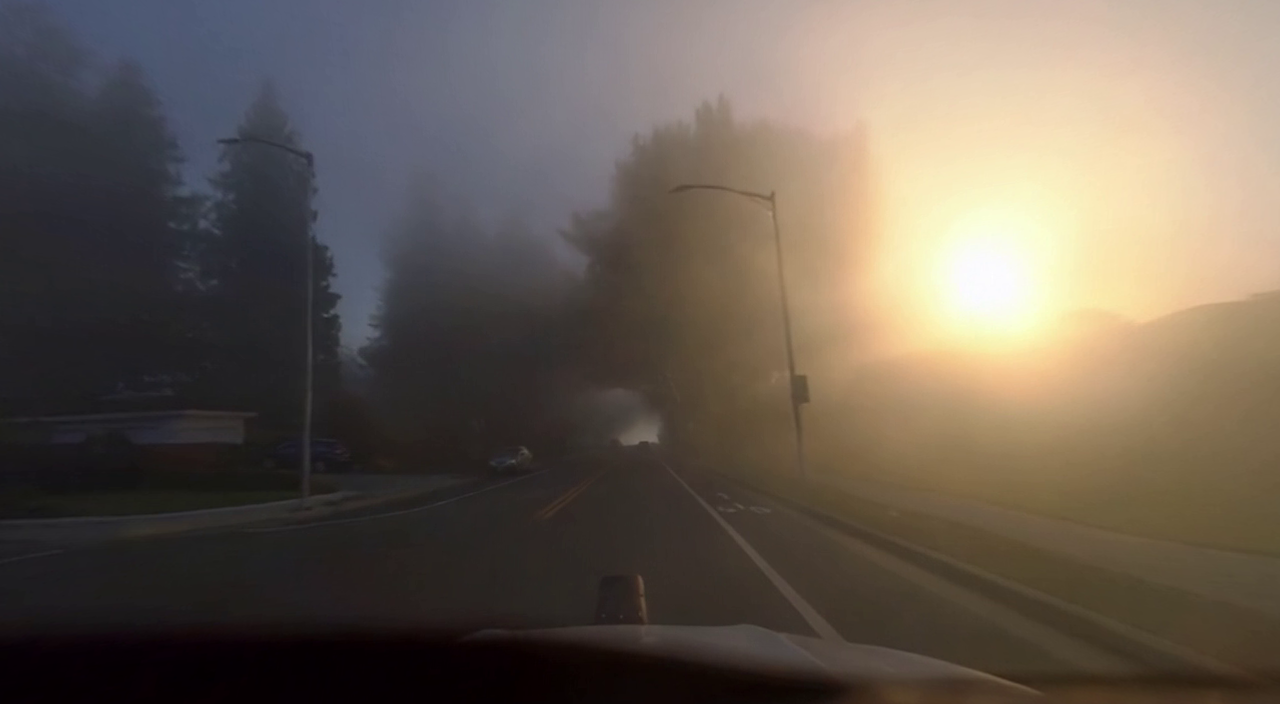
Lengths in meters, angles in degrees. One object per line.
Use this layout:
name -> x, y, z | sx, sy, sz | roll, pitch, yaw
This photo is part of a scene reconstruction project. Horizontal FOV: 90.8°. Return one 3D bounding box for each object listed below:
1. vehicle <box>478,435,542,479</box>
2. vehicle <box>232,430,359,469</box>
vehicle -> -6.572, 5.381, 32.521 | 2.176, 1.885, 5.174 | -4, -9, -1
vehicle -> -15.633, 4.441, 28.804 | 4.735, 1.712, 1.992 | -2, -9, 9
